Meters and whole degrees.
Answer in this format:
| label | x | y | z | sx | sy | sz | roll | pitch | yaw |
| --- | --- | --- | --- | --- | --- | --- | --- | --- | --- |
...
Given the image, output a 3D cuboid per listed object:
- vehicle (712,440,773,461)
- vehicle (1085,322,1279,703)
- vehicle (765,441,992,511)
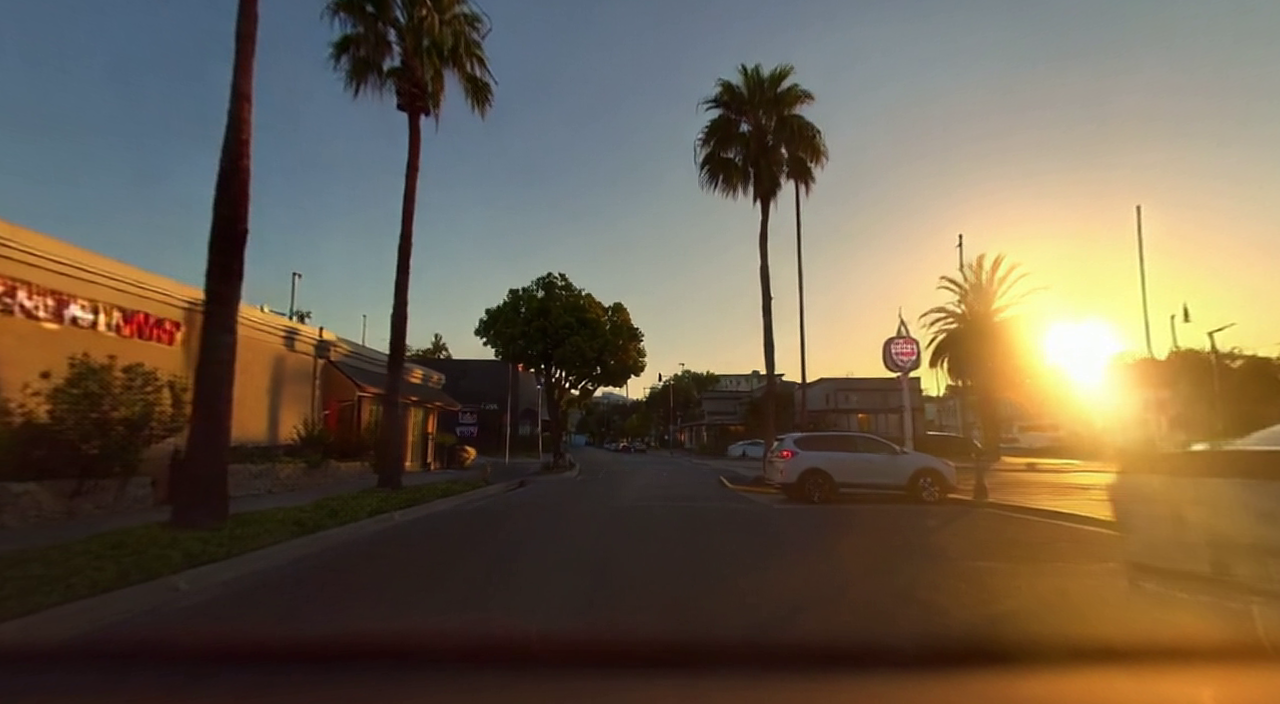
| label | x | y | z | sx | sy | sz | roll | pitch | yaw |
| --- | --- | --- | --- | --- | --- | --- | --- | --- | --- |
| vehicle | 7.693 | 7.455 | 47.804 | 4.287 | 1.519 | 1.753 | 0 | -9 | -2 |
| vehicle | 5.553 | 0.865 | 3.021 | 5.491 | 1.843 | 2.103 | 2 | -10 | -8 |
| vehicle | 5.687 | 2.959 | 15.445 | 4.742 | 1.506 | 1.919 | 0 | -7 | -5 |
